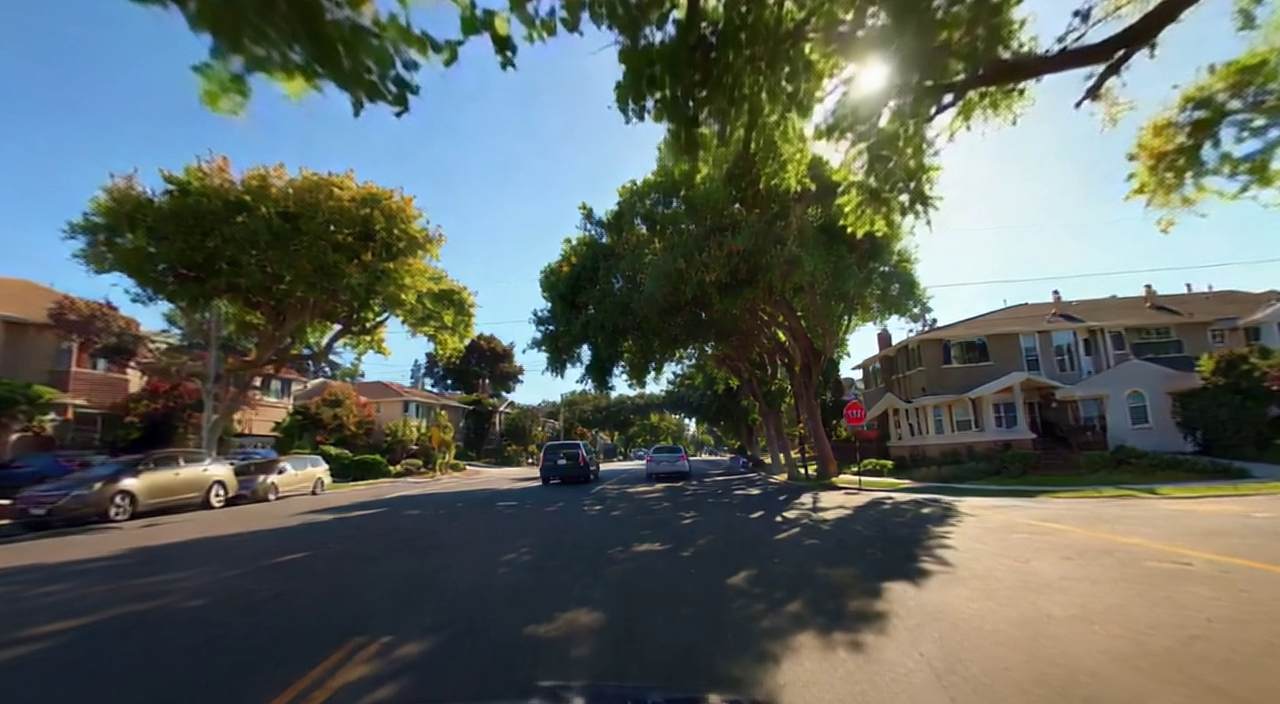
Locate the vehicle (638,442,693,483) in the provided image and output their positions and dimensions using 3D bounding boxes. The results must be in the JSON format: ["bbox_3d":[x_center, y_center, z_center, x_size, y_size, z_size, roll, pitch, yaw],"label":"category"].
[{"bbox_3d":[1.077,4.265,24.660,1.955,1.459,4.383,-1,-8,5],"label":"vehicle"}]

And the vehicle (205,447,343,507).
[{"bbox_3d":[-13.175,4.514,23.087,2.076,1.864,4.730,-3,-10,2],"label":"vehicle"}]

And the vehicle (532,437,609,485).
[{"bbox_3d":[-2.574,4.200,24.624,2.178,1.695,4.339,-1,-8,5],"label":"vehicle"}]

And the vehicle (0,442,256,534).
[{"bbox_3d":[-13.685,3.625,17.436,2.191,1.980,5.888,-4,-10,3],"label":"vehicle"}]
